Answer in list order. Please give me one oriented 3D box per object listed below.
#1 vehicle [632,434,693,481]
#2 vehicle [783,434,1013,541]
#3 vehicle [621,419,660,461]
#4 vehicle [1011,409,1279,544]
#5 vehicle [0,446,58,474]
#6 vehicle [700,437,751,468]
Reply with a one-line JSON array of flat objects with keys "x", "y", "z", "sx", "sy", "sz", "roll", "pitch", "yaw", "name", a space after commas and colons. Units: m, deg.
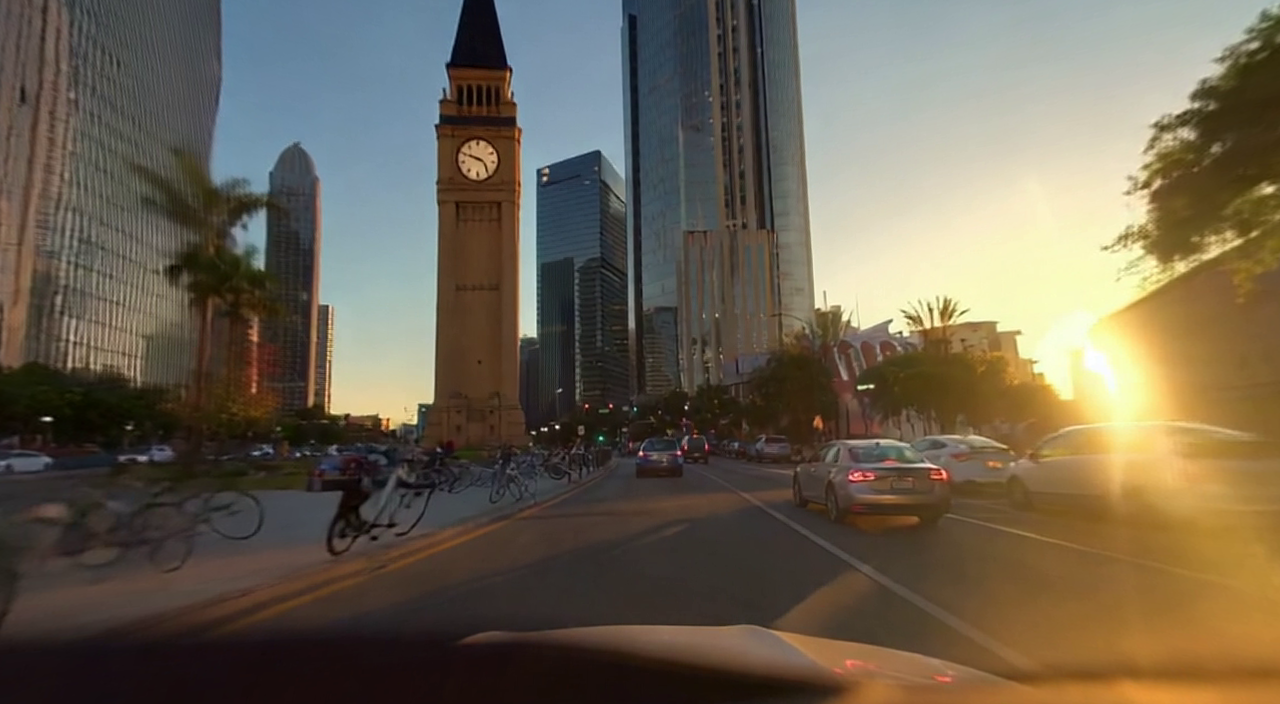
[{"x": 0.798, "y": 3.931, "z": 23.721, "sx": 2.111, "sy": 1.605, "sz": 3.832, "roll": 0, "pitch": -8, "yaw": 1, "name": "vehicle"}, {"x": 4.229, "y": 2.280, "z": 11.425, "sx": 2.116, "sy": 1.500, "sz": 4.702, "roll": 0, "pitch": -8, "yaw": -1, "name": "vehicle"}, {"x": -0.054, "y": 6.516, "z": 46.604, "sx": 2.400, "sy": 2.872, "sz": 6.053, "roll": 0, "pitch": -8, "yaw": -4, "name": "vehicle"}, {"x": 9.302, "y": 2.161, "z": 11.666, "sx": 2.041, "sy": 1.941, "sz": 4.884, "roll": 0, "pitch": -8, "yaw": 2, "name": "vehicle"}, {"x": -41.522, "y": 7.108, "z": 41.850, "sx": 2.006, "sy": 1.732, "sz": 4.736, "roll": 1, "pitch": -8, "yaw": -10, "name": "vehicle"}, {"x": 4.743, "y": 5.646, "z": 35.689, "sx": 1.981, "sy": 1.572, "sz": 4.718, "roll": 0, "pitch": -8, "yaw": -3, "name": "vehicle"}]
